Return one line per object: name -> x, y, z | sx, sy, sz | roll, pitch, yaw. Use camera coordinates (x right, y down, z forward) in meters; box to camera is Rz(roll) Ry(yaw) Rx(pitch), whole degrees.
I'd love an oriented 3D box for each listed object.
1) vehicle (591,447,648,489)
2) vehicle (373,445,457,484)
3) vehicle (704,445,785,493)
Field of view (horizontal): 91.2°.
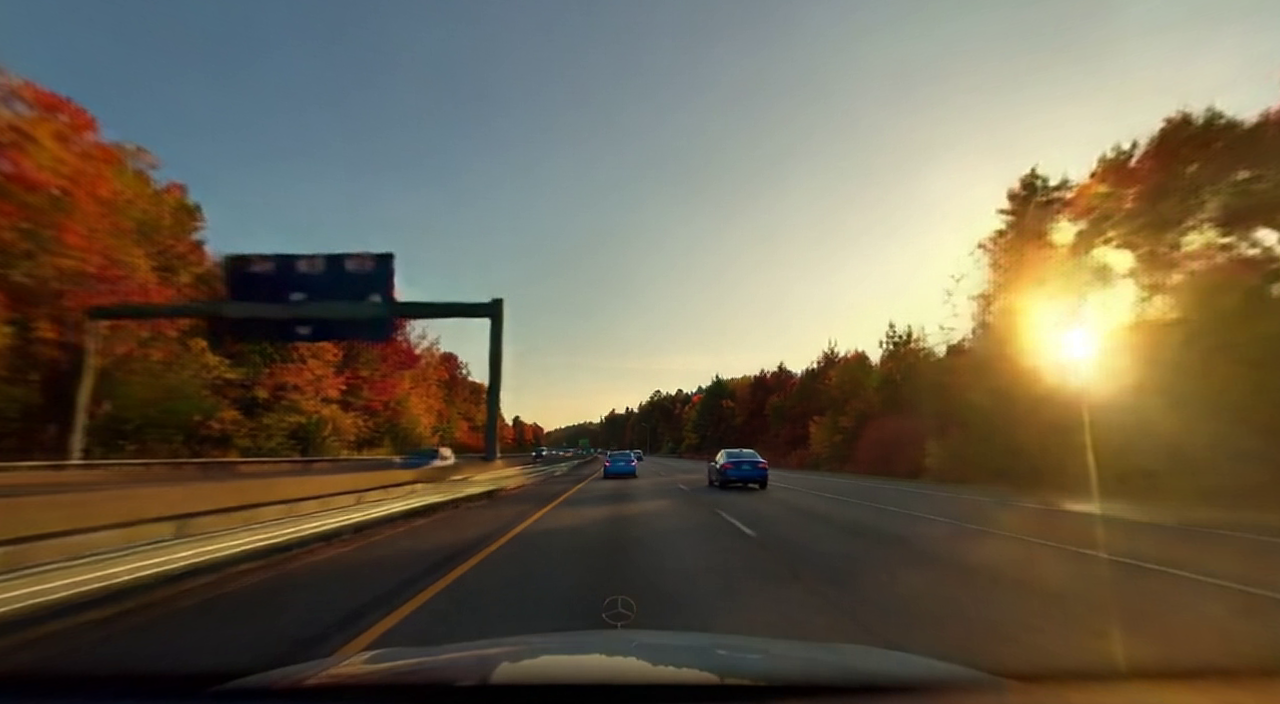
vehicle -> -0.788, 4.686, 25.594 | 2.128, 1.516, 4.410 | 0, -9, 0
vehicle -> -9.470, 4.766, 26.806 | 1.978, 1.510, 4.472 | 0, -9, -1
vehicle -> 3.773, 4.323, 23.437 | 2.300, 1.595, 4.144 | -1, -9, 0
